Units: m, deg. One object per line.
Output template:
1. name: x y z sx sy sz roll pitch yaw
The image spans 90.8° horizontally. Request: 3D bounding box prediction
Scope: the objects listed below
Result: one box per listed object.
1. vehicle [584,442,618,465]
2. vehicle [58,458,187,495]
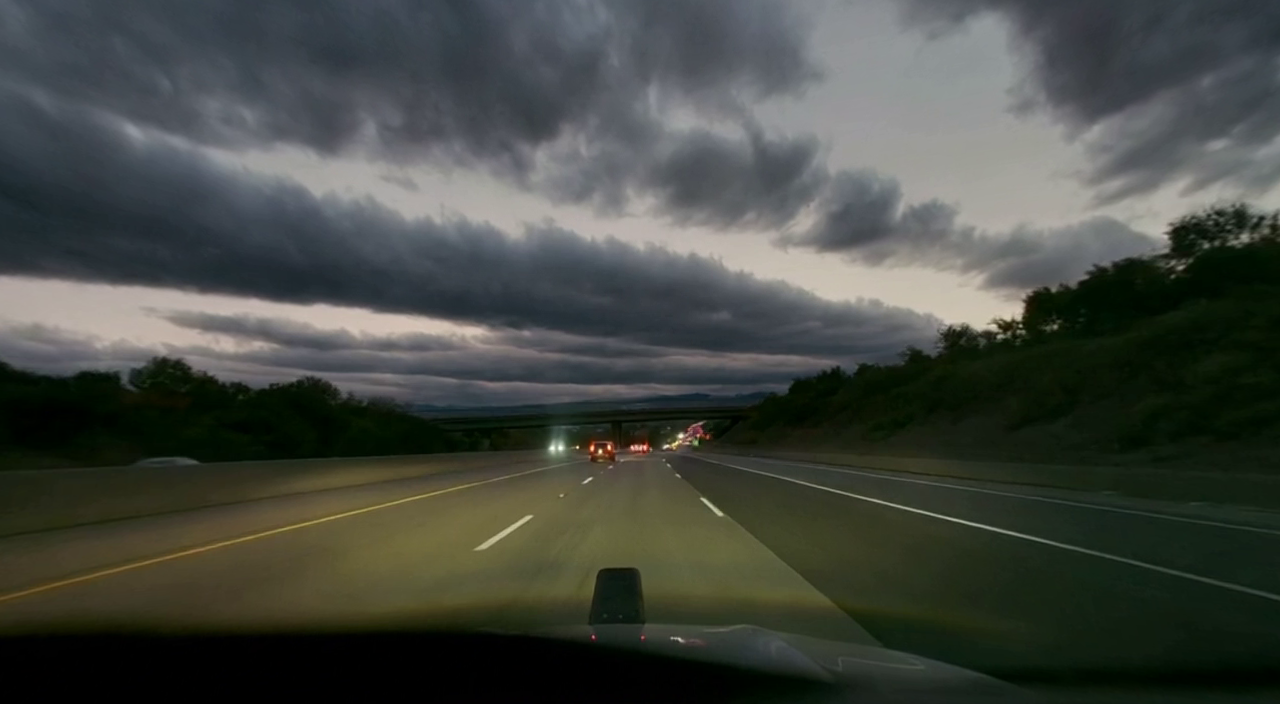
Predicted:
1. vehicle: -3.009 7.900 49.216 2.212 1.676 4.804 0 -9 2
2. vehicle: -25.217 6.033 30.973 2.162 1.571 4.494 -2 -9 8
